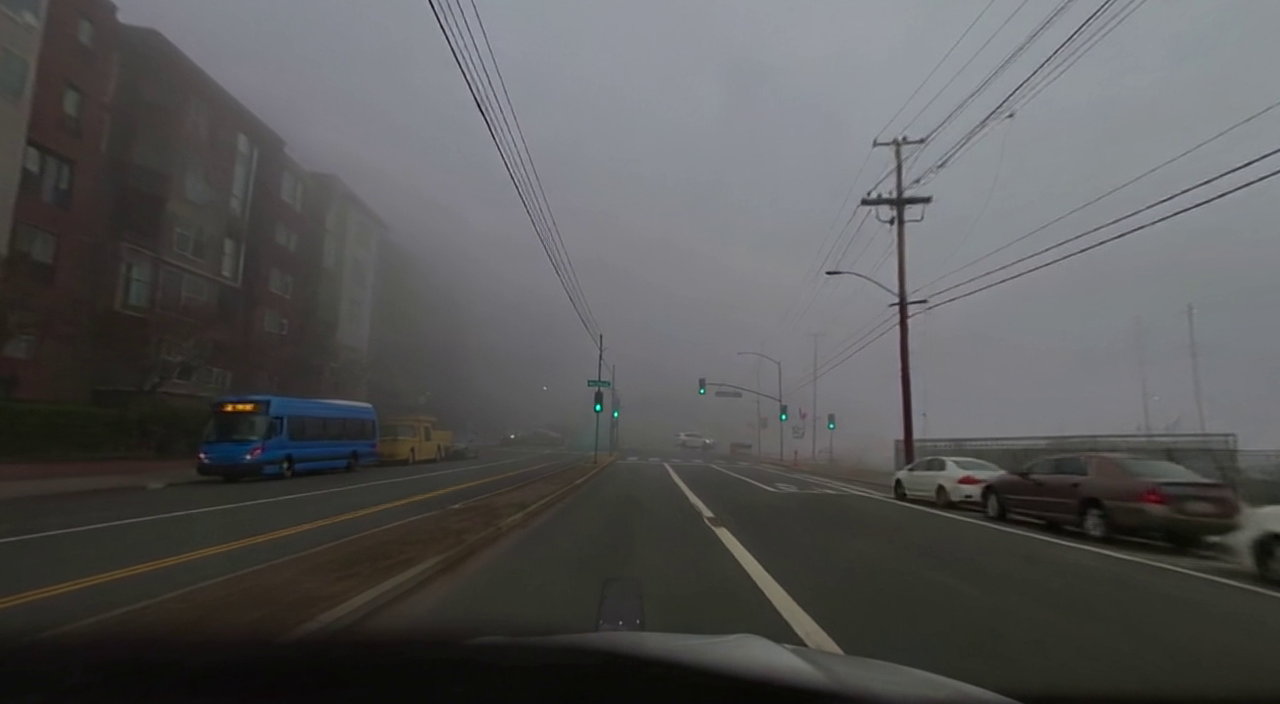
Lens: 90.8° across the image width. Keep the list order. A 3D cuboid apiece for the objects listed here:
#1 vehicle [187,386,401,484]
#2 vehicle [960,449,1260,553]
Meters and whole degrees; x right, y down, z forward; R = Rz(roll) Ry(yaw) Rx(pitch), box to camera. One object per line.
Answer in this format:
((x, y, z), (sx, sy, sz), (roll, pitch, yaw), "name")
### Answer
((-13.763, 3.573, 26.721), (3.060, 3.307, 9.997), (-1, -8, 2), "vehicle")
((8.172, 2.580, 11.762), (1.996, 1.473, 4.740), (0, -8, 1), "vehicle")
